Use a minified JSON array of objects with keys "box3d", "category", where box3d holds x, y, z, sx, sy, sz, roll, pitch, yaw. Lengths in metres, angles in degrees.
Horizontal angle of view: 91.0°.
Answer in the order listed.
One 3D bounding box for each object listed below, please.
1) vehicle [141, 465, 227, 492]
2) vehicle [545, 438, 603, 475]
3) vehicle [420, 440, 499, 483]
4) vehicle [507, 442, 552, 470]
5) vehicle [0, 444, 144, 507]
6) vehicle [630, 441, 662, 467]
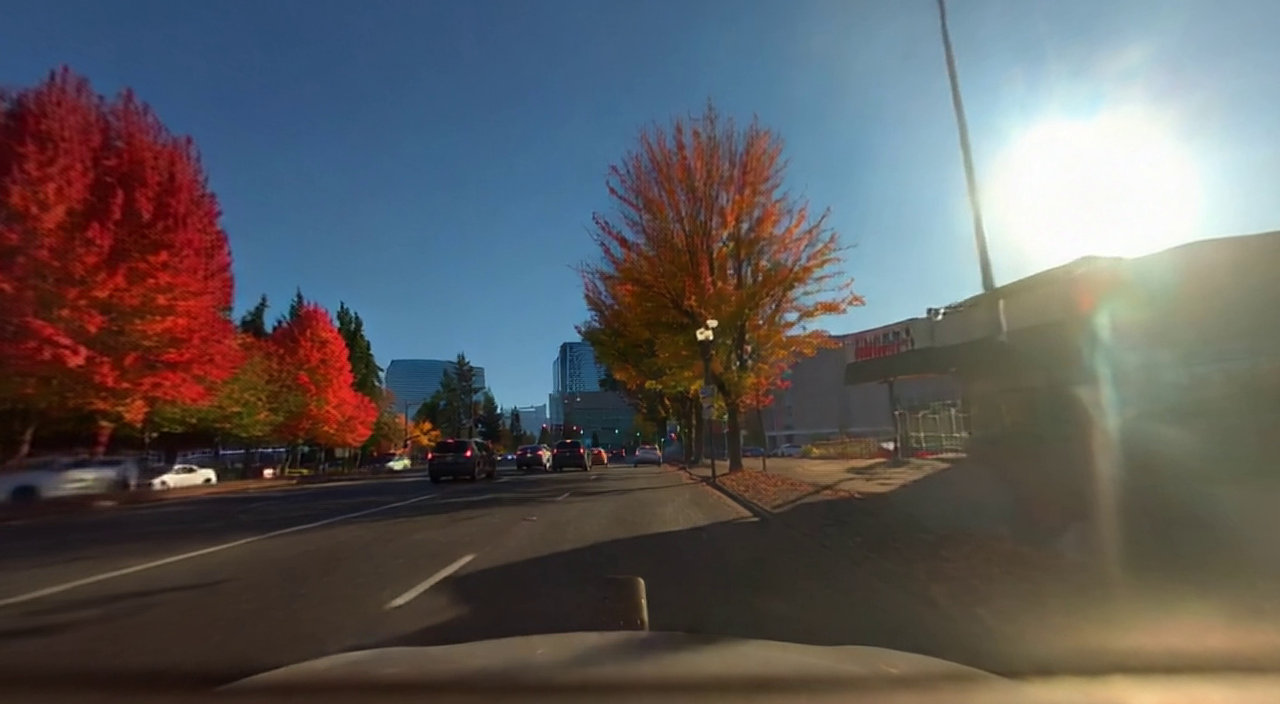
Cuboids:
[{"box3d":[-33.294,9.202,46.173,2.096,1.699,4.912,-1,-9,10],"category":"vehicle"},{"box3d":[-3.099,5.040,30.590,2.165,1.663,4.513,0,-9,1],"category":"vehicle"},{"box3d":[-7.393,4.506,26.266,1.932,1.596,4.247,0,-9,2],"category":"vehicle"},{"box3d":[-7.266,6.871,41.829,2.069,1.719,4.441,0,-9,2],"category":"vehicle"},{"box3d":[-21.973,4.469,23.359,2.288,2.026,5.649,0,-9,3],"category":"vehicle"},{"box3d":[0.378,7.131,44.271,2.144,1.704,4.028,1,-9,-1],"category":"vehicle"}]
